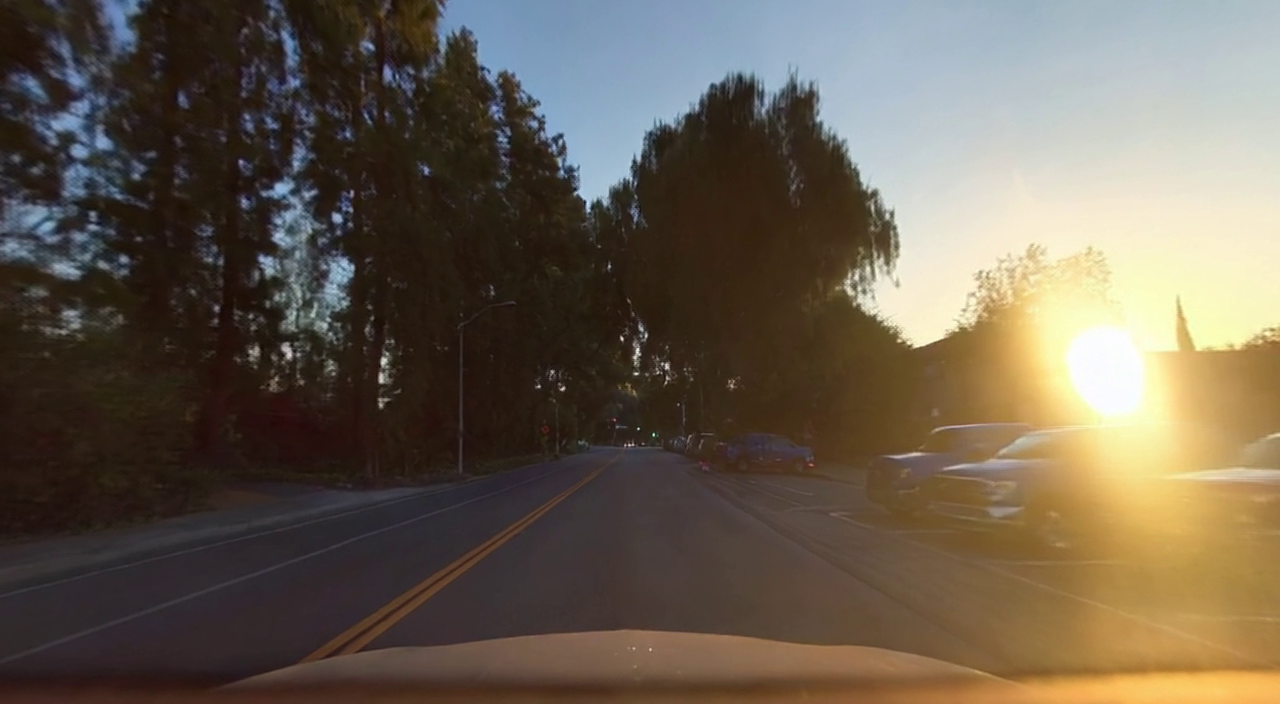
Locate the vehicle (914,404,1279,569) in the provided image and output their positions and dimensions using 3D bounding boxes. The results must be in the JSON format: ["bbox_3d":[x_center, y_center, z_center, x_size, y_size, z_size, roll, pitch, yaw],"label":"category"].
[{"bbox_3d":[6.716,1.721,8.600,4.937,1.879,2.156,0,-9,-5],"label":"vehicle"}]

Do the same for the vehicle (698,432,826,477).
[{"bbox_3d":[5.935,5.079,31.442,5.797,2.070,2.502,0,-9,-1],"label":"vehicle"}]

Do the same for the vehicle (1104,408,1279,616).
[{"bbox_3d":[7.215,1.448,6.109,3.926,1.708,1.945,0,-9,-4],"label":"vehicle"}]
